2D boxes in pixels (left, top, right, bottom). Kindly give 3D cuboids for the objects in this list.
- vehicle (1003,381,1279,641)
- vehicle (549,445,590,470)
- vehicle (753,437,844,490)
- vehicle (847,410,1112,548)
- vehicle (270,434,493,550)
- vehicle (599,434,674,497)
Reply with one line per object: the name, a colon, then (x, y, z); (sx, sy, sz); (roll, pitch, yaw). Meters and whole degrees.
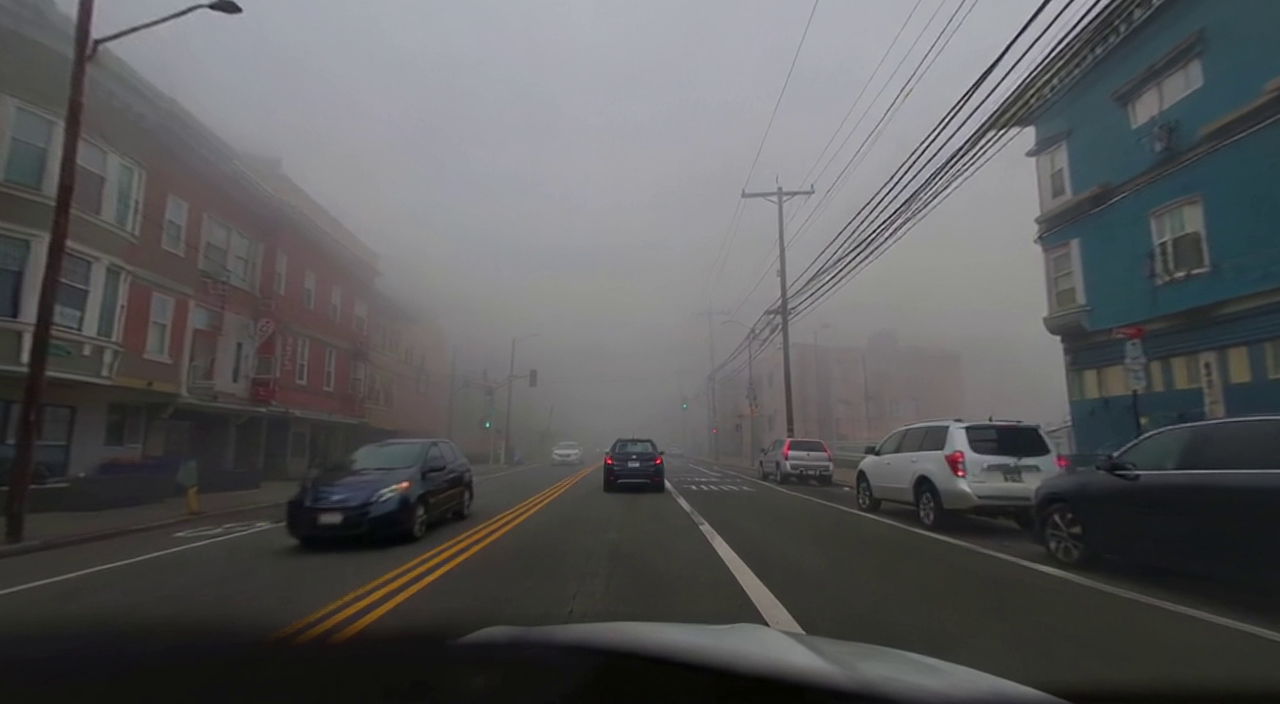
vehicle: (6.198, 1.369, 5.703); (2.203, 2.052, 5.975); (0, -9, -1)
vehicle: (-4.518, 6.805, 41.084); (2.181, 1.500, 4.319); (0, -9, 0)
vehicle: (6.232, 4.450, 25.678); (2.197, 1.917, 5.637); (0, -9, 0)
vehicle: (6.158, 2.379, 12.573); (2.208, 2.106, 5.496); (0, -9, 0)
vehicle: (-3.965, 2.195, 10.648); (1.968, 1.524, 4.304); (0, -9, -1)
vehicle: (-0.098, 3.283, 18.570); (1.980, 1.635, 3.795); (0, -9, 0)
